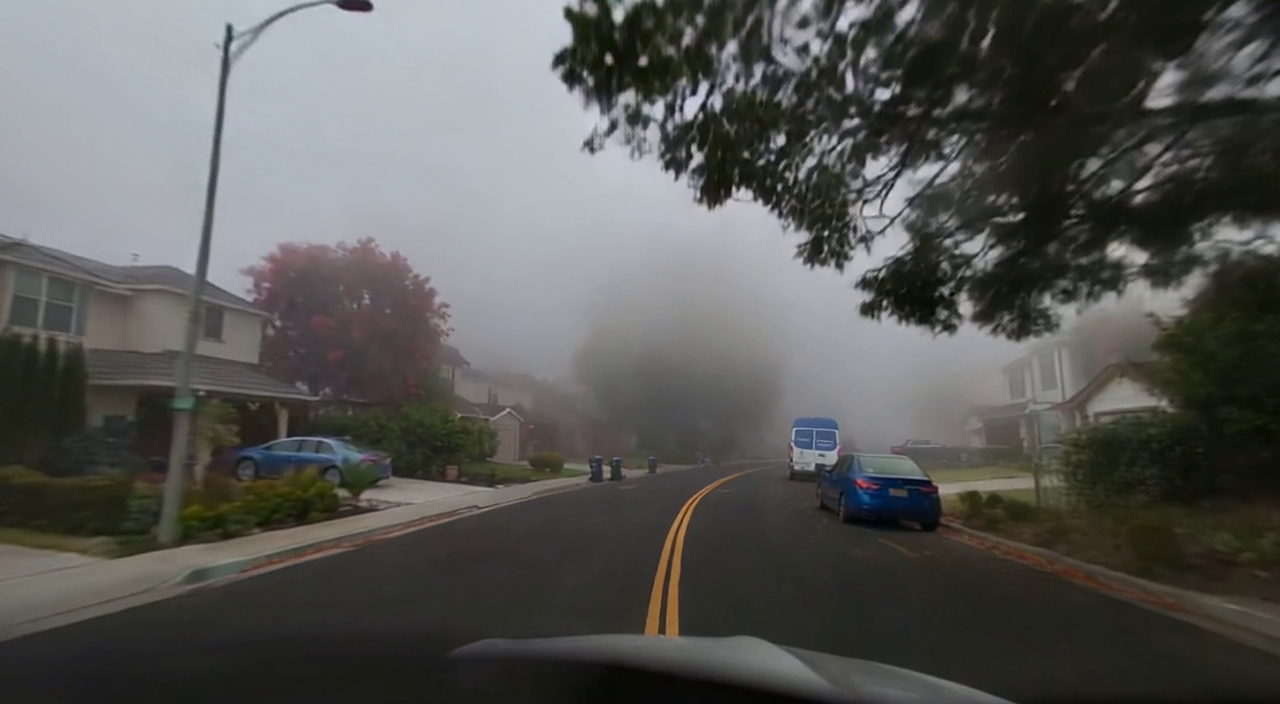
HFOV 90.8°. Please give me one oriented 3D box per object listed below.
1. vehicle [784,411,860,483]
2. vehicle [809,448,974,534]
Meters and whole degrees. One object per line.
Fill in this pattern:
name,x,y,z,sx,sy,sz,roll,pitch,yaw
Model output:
vehicle,7.884,4.085,27.247,2.684,2.712,6.197,-3,-9,17
vehicle,4.641,2.565,12.391,1.835,1.349,4.285,-1,-9,6
